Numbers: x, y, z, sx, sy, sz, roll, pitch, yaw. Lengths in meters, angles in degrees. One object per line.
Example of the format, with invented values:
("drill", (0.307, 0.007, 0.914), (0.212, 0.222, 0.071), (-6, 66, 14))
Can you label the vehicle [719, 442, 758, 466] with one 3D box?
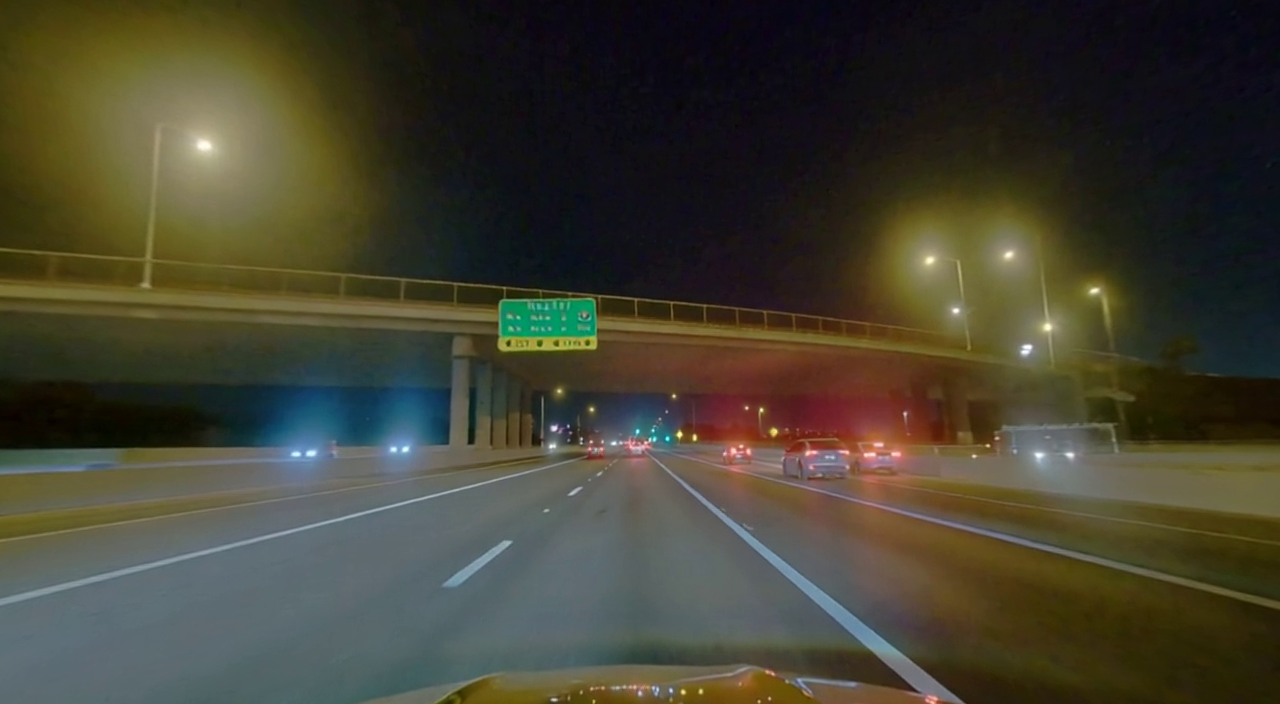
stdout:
("vehicle", (7.058, 7.373, 45.775), (2.075, 1.611, 4.421), (0, -8, -1))

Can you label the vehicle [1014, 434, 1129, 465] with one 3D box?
("vehicle", (22.341, 5.082, 33.022), (1.821, 1.479, 5.004), (2, -8, -12))
